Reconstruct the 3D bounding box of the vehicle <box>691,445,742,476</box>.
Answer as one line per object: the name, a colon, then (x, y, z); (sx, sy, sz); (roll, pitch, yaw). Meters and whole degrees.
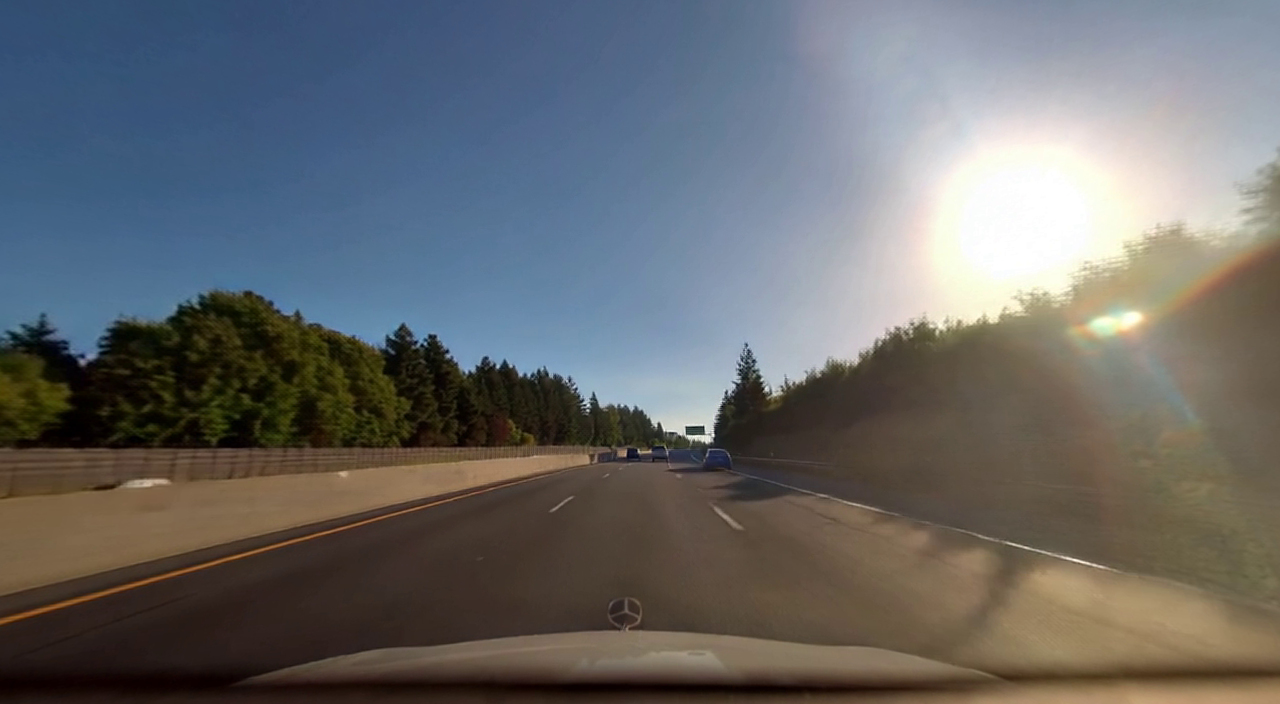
vehicle: (4.037, 5.816, 33.888); (2.175, 1.574, 3.943); (0, -9, 0)
